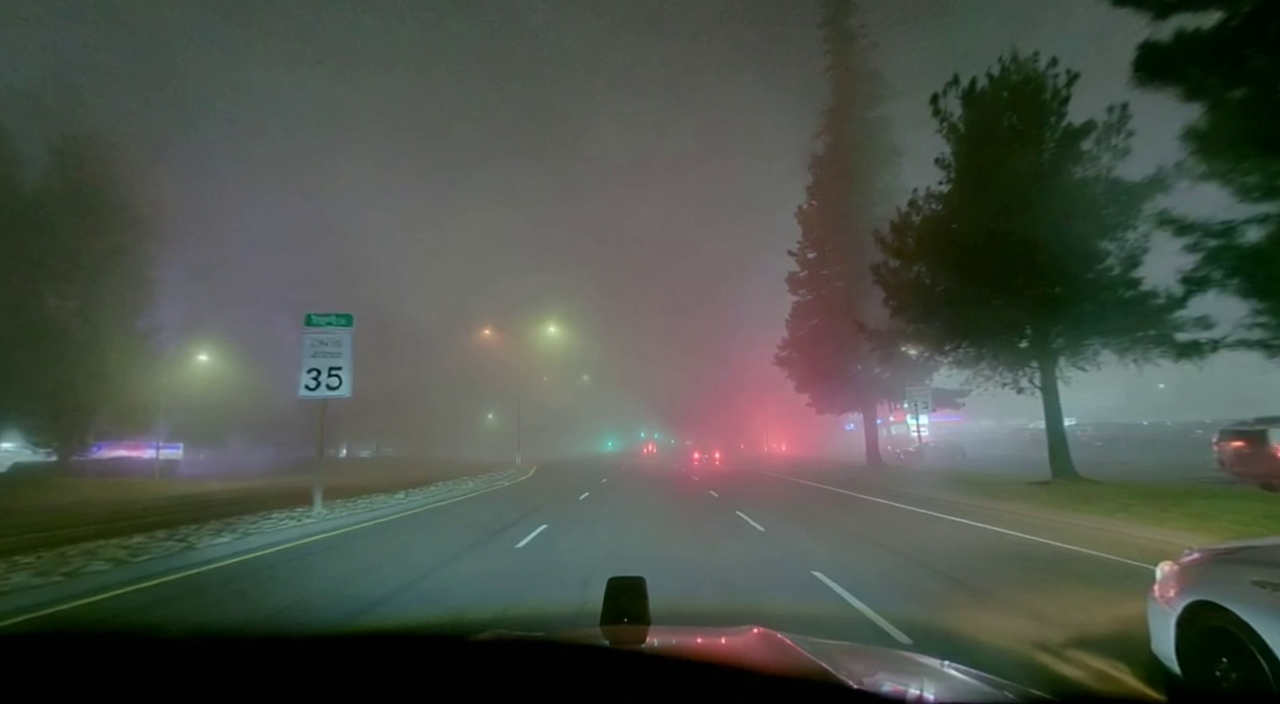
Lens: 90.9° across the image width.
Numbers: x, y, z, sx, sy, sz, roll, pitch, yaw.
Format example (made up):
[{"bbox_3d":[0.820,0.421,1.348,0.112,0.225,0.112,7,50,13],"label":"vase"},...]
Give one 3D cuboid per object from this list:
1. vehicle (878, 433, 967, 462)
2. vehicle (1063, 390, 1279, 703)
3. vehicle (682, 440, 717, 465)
[{"bbox_3d":[17.506,5.953,39.225,4.475,1.739,2.151,0,-8,-1],"label":"vehicle"},{"bbox_3d":[3.521,0.744,1.318,1.995,1.528,4.732,0,-8,0],"label":"vehicle"},{"bbox_3d":[4.178,7.104,44.613,2.007,1.683,4.171,0,-8,-1],"label":"vehicle"}]
